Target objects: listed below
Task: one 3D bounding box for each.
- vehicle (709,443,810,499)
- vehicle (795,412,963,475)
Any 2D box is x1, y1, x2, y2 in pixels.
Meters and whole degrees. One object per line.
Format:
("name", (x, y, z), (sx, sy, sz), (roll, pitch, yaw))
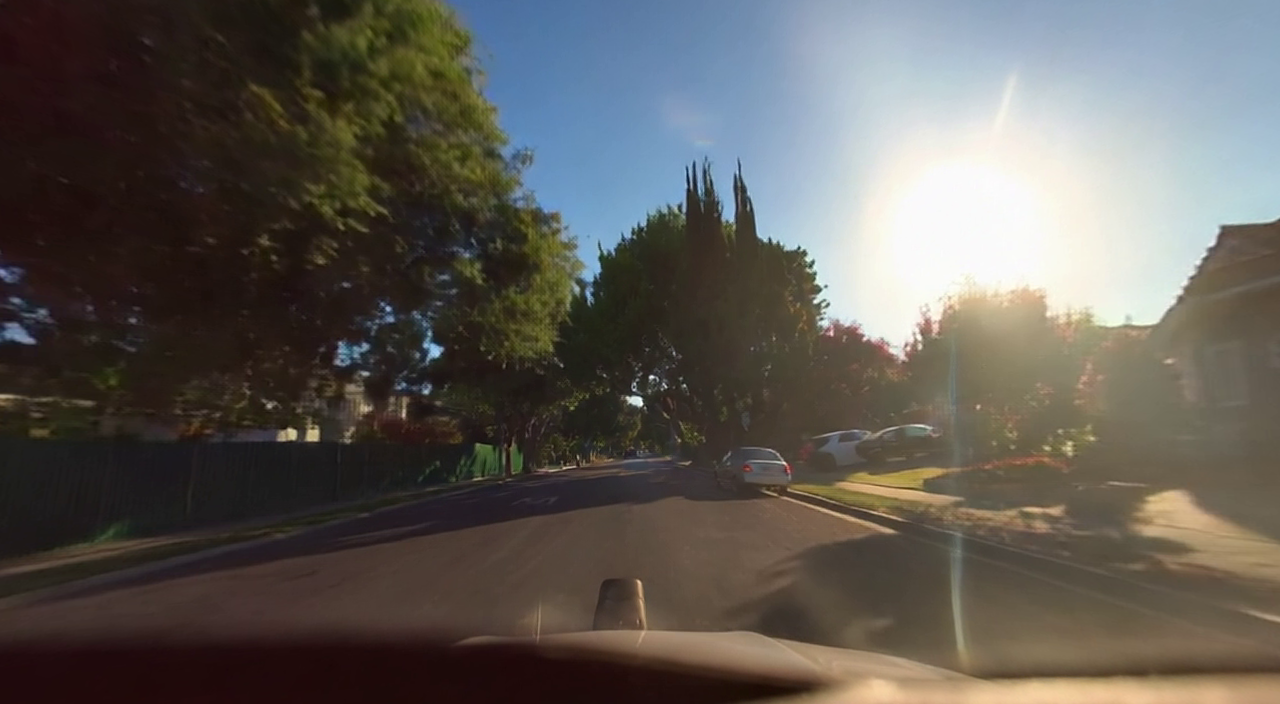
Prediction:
("vehicle", (3.640, 3.733, 20.265), (2.051, 1.524, 5.047), (0, -9, -2))
("vehicle", (9.780, 3.820, 26.309), (5.935, 1.911, 2.236), (-6, -10, -1))
